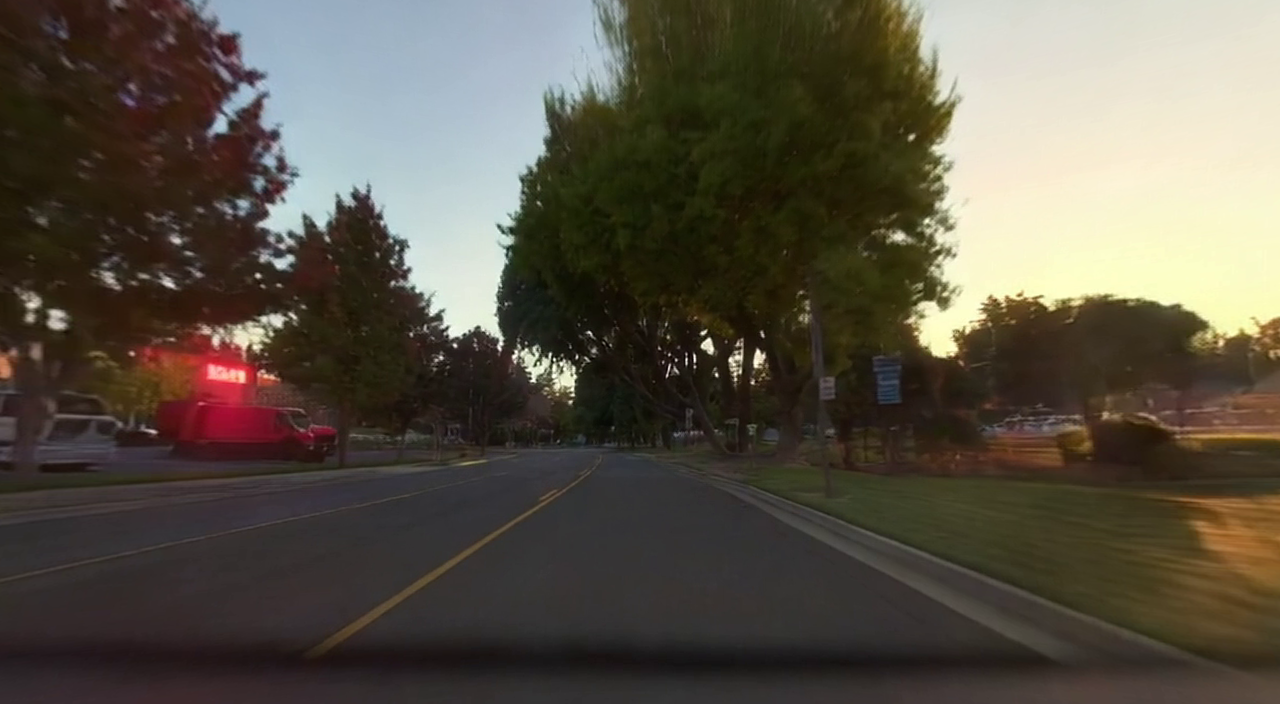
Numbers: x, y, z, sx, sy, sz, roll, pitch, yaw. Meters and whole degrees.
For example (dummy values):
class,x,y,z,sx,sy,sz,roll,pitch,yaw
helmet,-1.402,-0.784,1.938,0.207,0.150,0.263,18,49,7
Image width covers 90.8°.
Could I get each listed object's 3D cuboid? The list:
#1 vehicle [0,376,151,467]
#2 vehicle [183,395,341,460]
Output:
class,x,y,z,sx,sy,sz,roll,pitch,yaw
vehicle,-19.544,2.160,19.267,6.919,2.613,2.356,1,-9,-4
vehicle,-19.777,4.025,33.369,6.595,3.267,2.535,0,-9,0
